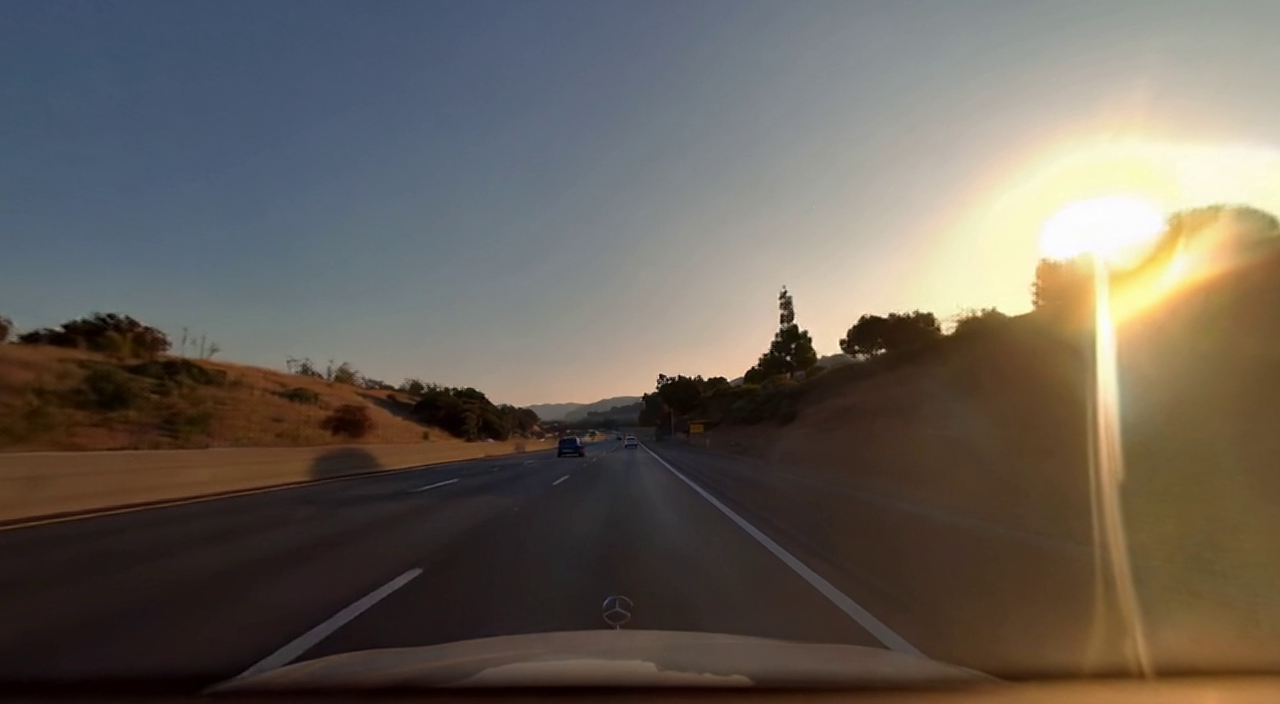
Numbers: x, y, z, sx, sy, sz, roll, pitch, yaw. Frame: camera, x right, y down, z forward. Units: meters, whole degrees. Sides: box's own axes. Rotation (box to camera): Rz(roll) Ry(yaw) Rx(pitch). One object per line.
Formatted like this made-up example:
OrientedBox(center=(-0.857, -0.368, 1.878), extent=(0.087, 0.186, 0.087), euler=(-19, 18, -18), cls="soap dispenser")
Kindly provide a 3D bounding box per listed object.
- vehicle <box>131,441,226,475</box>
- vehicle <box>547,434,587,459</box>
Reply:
OrientedBox(center=(-23.560, 5.388, 32.295), extent=(1.855, 1.575, 4.021), euler=(0, -8, -1), cls="vehicle")
OrientedBox(center=(-4.909, 6.416, 42.777), extent=(2.129, 1.588, 4.980), euler=(0, -8, 0), cls="vehicle")
